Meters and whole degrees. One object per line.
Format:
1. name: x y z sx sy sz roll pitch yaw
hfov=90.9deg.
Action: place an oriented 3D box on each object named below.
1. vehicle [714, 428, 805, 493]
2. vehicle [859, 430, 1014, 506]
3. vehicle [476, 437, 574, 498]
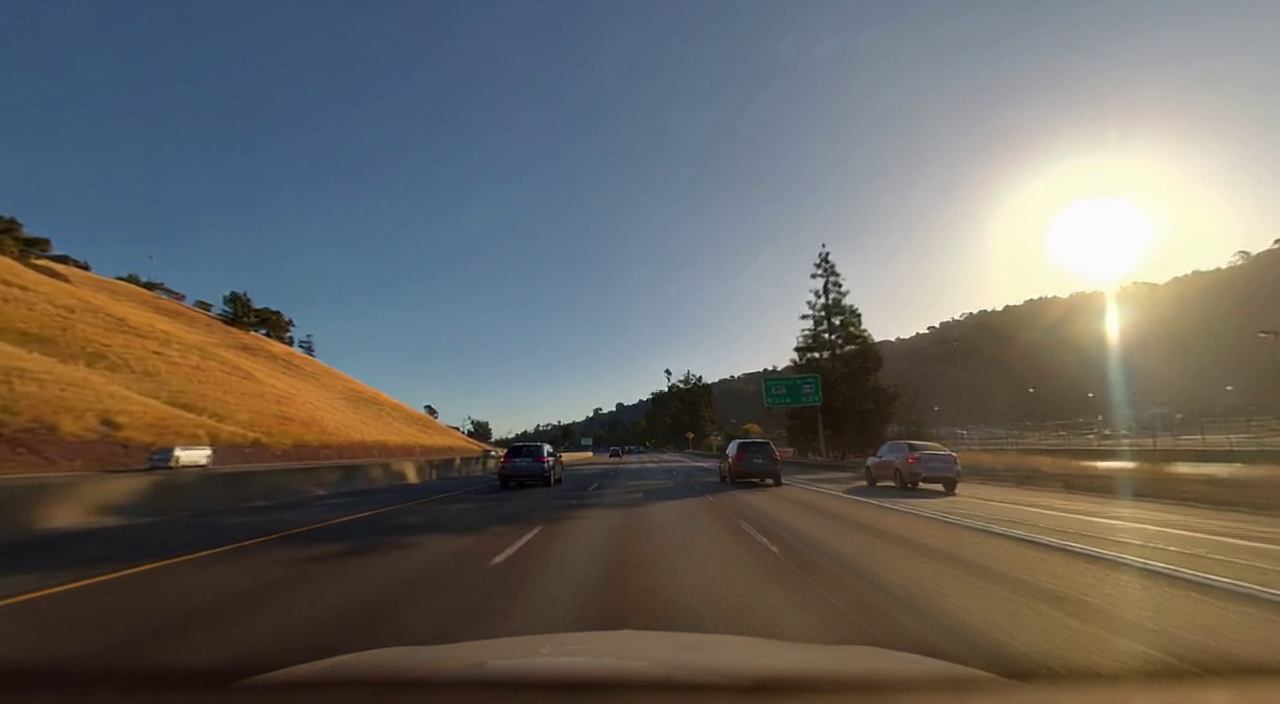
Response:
1. vehicle: 3.888 3.648 21.537 2.121 1.925 5.056 0 -9 0
2. vehicle: 7.645 3.015 16.836 1.998 1.717 4.338 0 -9 0
3. vehicle: -3.498 3.606 20.097 2.166 1.672 4.388 -1 -9 2
